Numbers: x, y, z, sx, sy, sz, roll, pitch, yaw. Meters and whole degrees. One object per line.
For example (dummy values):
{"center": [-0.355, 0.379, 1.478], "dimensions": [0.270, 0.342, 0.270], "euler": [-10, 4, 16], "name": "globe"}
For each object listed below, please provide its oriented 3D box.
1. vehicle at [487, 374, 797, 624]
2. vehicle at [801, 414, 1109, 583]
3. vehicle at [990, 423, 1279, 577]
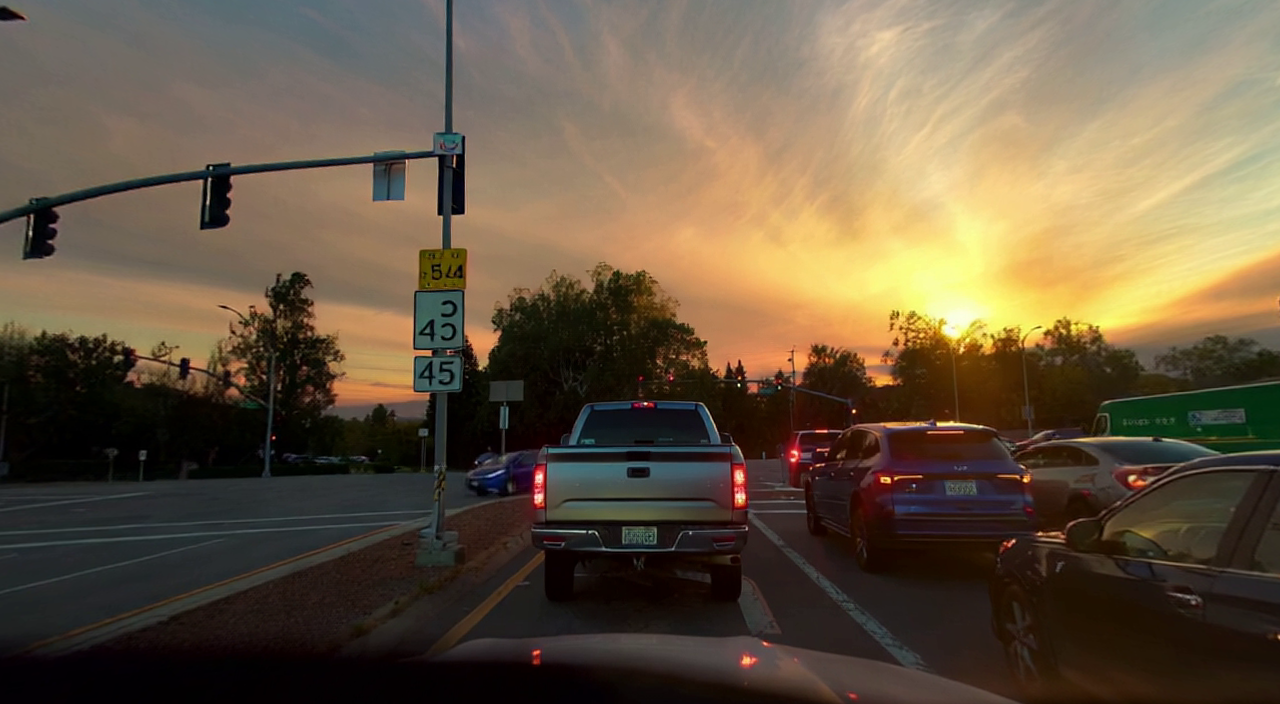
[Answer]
{"center": [0.041, 1.469, 7.326], "dimensions": [2.326, 1.880, 4.964], "euler": [0, -8, 1], "name": "vehicle"}
{"center": [3.575, 1.721, 8.196], "dimensions": [1.981, 1.616, 4.006], "euler": [0, -8, 1], "name": "vehicle"}
{"center": [6.823, 1.745, 8.270], "dimensions": [1.973, 1.470, 4.228], "euler": [0, -8, -1], "name": "vehicle"}
